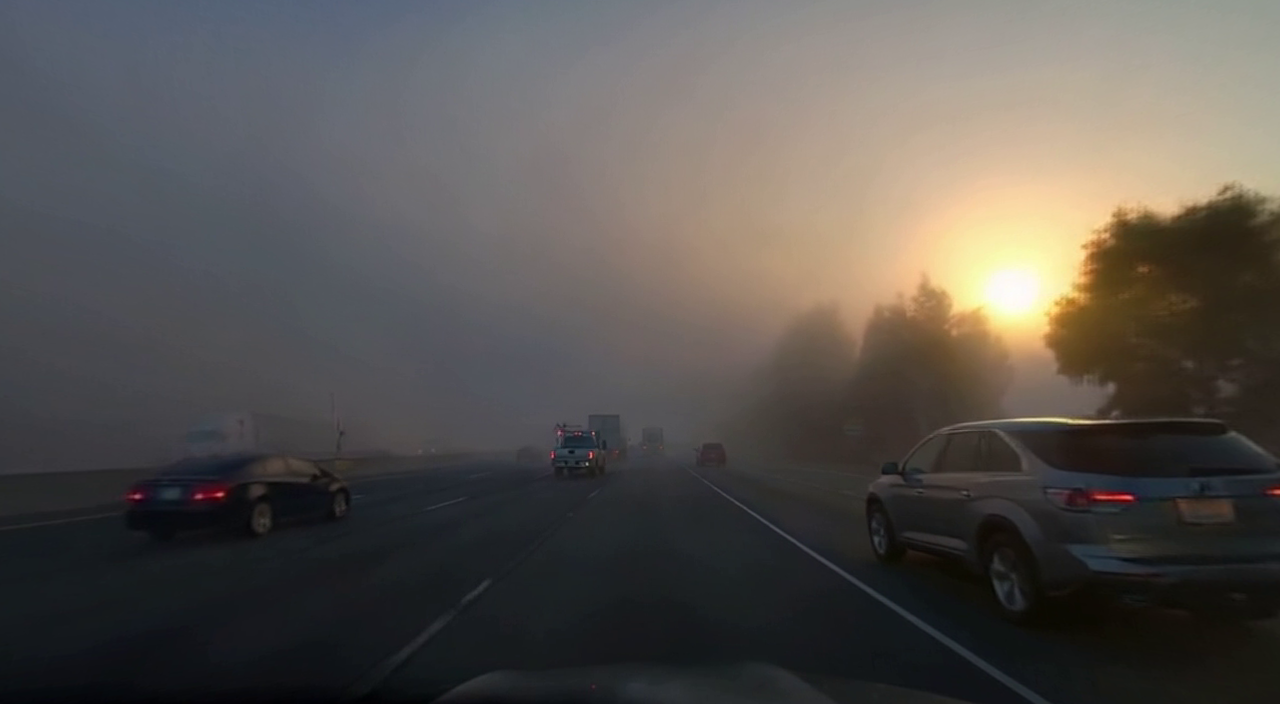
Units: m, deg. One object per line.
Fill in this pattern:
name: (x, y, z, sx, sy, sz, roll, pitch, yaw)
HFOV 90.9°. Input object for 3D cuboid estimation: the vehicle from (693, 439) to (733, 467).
vehicle: (4.605, 6.426, 40.384, 2.026, 1.661, 3.865, 0, -8, -1)

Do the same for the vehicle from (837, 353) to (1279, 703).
vehicle: (3.180, 1.140, 4.690, 2.028, 1.658, 4.334, 0, -8, 0)

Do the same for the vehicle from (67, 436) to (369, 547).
vehicle: (-6.716, 2.229, 10.797, 2.235, 1.506, 4.159, 0, -8, 1)

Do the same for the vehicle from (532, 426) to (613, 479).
vehicle: (-2.772, 4.401, 27.792, 2.645, 2.023, 6.491, -1, -8, 2)
